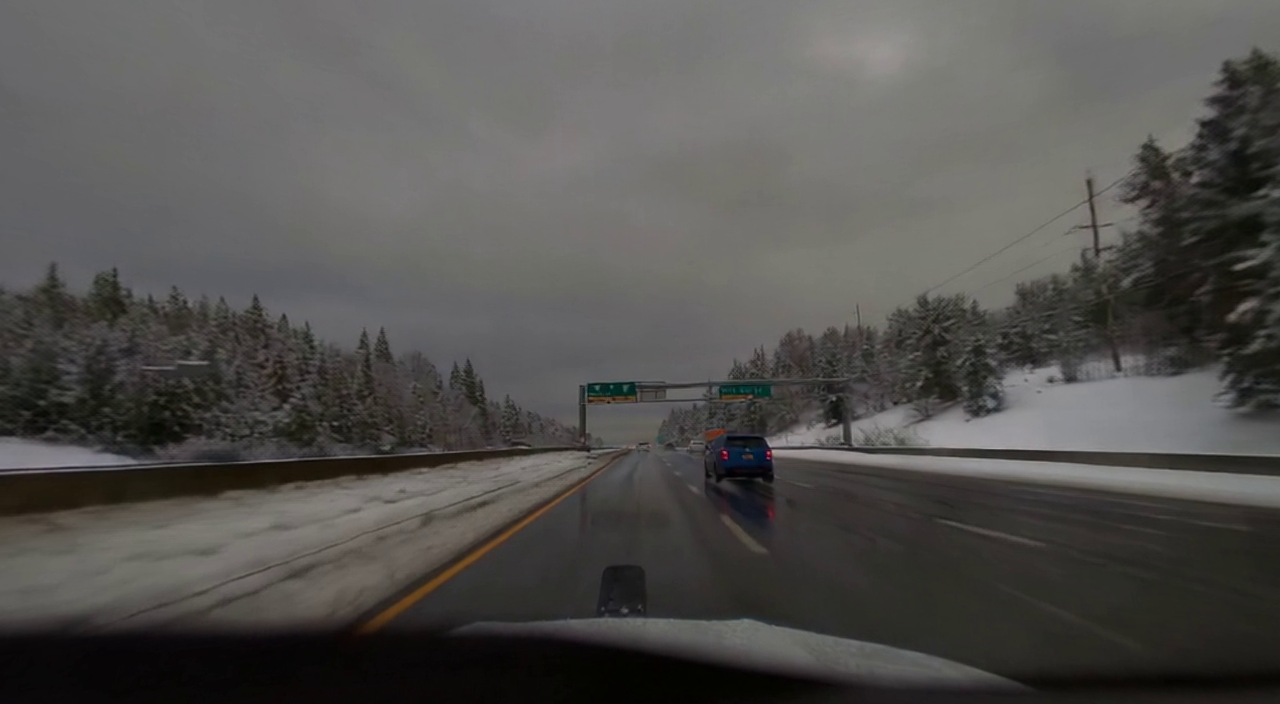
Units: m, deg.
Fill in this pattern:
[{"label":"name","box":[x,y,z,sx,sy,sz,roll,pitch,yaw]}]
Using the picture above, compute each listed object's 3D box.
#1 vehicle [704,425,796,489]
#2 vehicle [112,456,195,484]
[{"label":"vehicle","box":[3.374,3.326,20.284,2.120,1.832,4.287,0,-8,-1]},{"label":"vehicle","box":[-25.287,6.121,32.927,1.643,1.348,3.372,0,-8,0]}]
